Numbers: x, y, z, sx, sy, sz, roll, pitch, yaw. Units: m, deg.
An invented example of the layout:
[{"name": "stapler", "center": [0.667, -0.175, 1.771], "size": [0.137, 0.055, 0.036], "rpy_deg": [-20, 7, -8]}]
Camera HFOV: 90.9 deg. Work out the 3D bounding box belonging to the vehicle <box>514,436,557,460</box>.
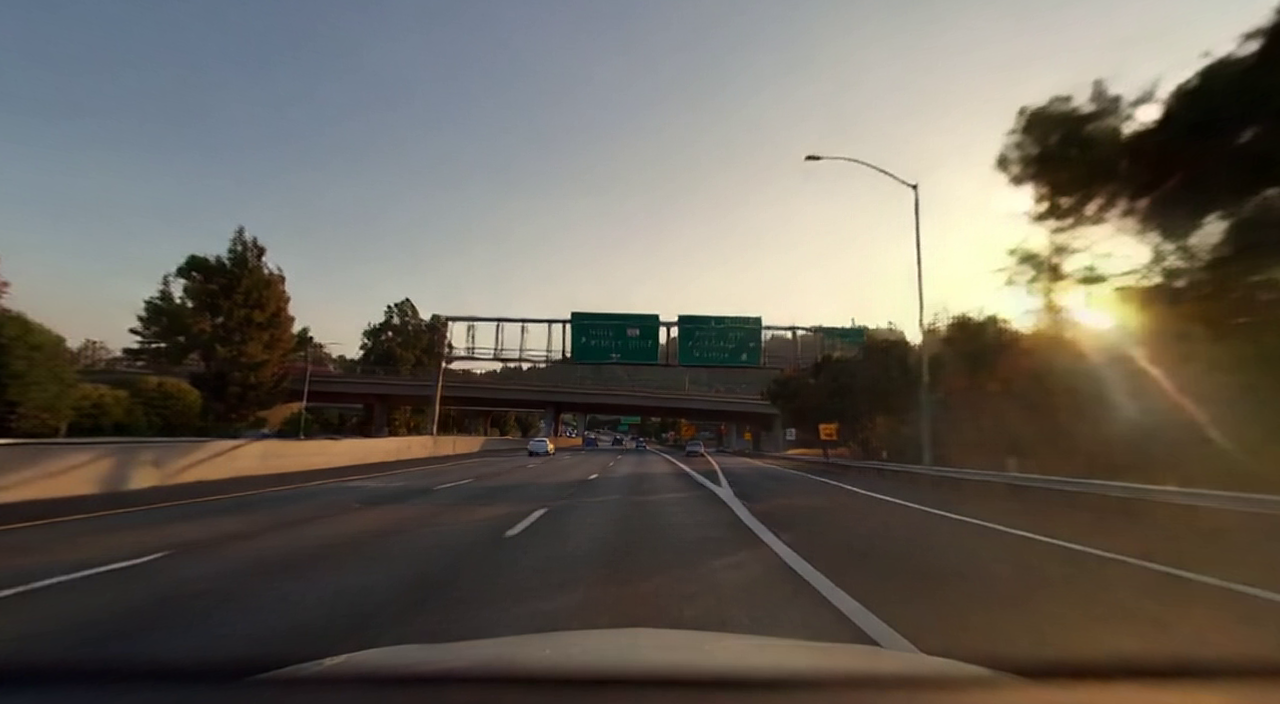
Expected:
[{"name": "vehicle", "center": [-7.081, 6.563, 43.221], "size": [2.025, 1.494, 4.495], "rpy_deg": [0, -8, 1]}]
